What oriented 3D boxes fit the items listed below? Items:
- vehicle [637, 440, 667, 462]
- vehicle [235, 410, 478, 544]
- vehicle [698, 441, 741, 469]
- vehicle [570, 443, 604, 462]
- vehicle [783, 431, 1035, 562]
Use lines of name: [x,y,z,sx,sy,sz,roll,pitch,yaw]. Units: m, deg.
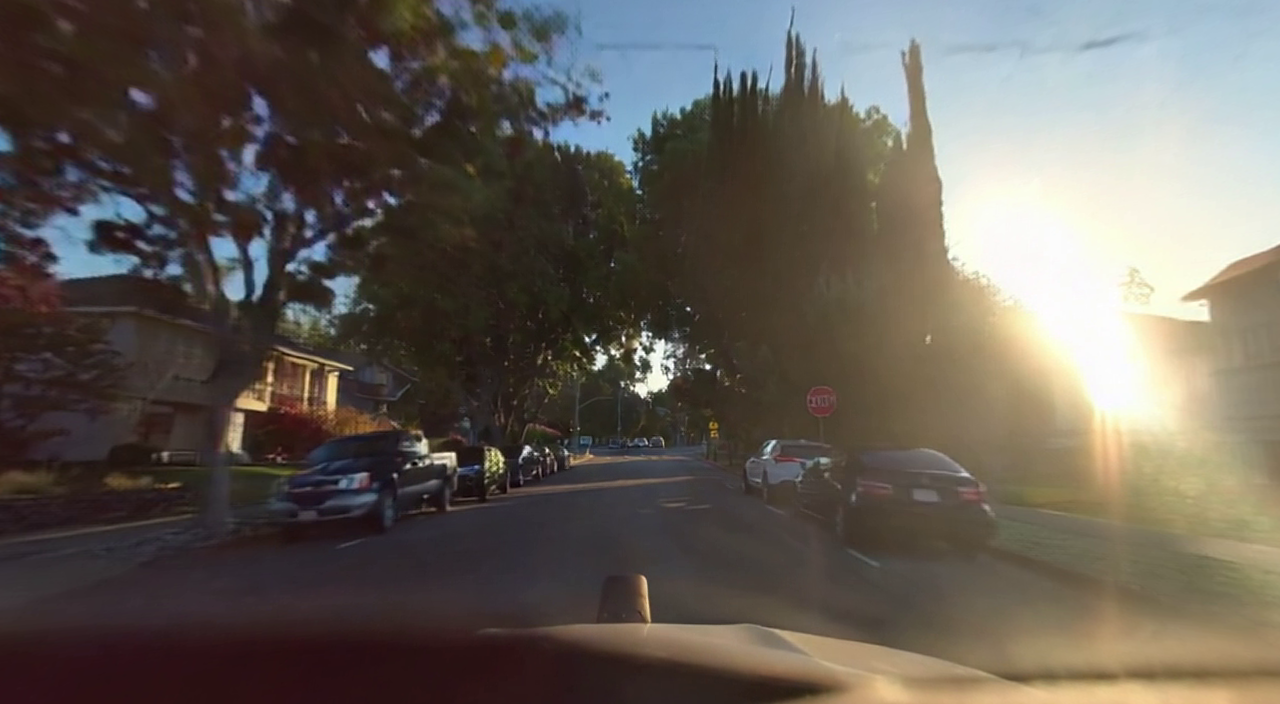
vehicle: [0.878,7.148,45.263,2.010,1.499,4.107,0,-9,1]
vehicle: [-4.721,2.148,11.519,2.162,1.857,4.758,2,-8,0]
vehicle: [4.461,5.843,35.703,1.876,1.477,4.324,0,-8,0]
vehicle: [-4.077,7.834,49.026,1.999,1.441,4.628,-1,-8,4]
vehicle: [3.711,2.055,9.798,1.987,1.518,4.686,0,-8,2]
